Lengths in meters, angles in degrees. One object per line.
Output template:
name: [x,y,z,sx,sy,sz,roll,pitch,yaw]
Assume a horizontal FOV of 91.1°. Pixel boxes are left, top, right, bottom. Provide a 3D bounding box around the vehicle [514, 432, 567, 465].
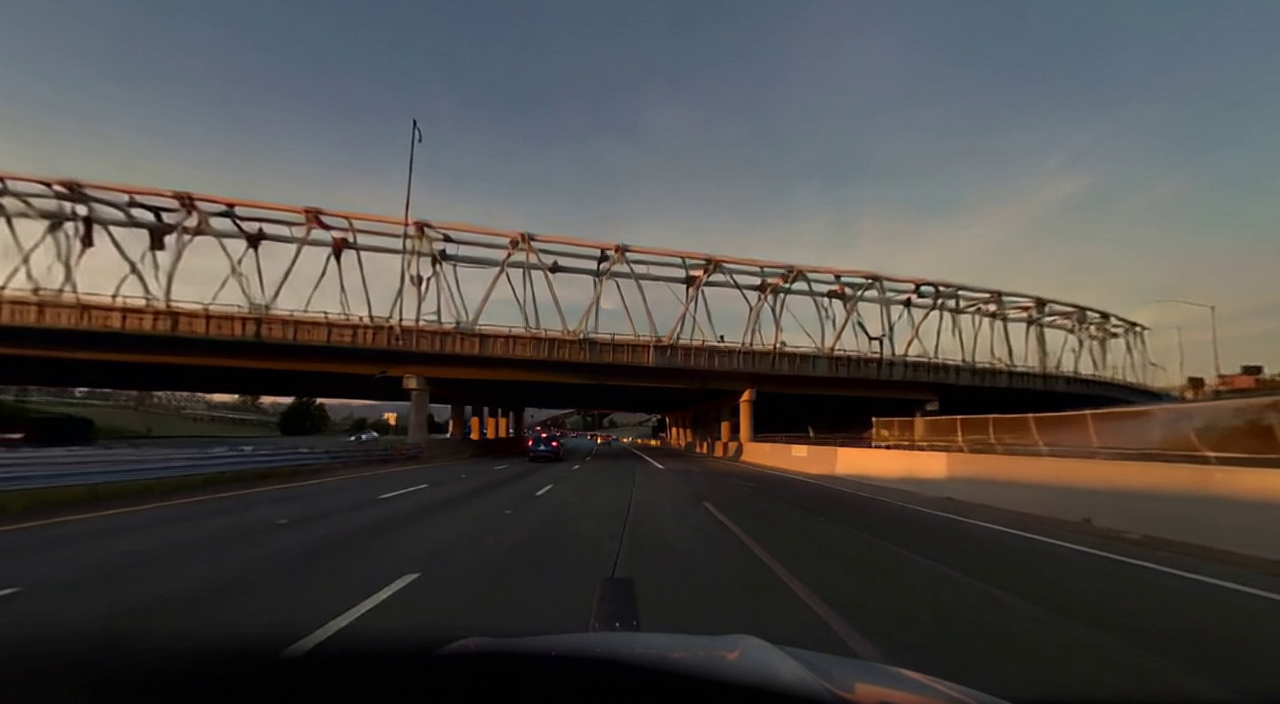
vehicle: [-5.146,5.030,33.049,2.123,1.601,4.887,0,-8,-2]
